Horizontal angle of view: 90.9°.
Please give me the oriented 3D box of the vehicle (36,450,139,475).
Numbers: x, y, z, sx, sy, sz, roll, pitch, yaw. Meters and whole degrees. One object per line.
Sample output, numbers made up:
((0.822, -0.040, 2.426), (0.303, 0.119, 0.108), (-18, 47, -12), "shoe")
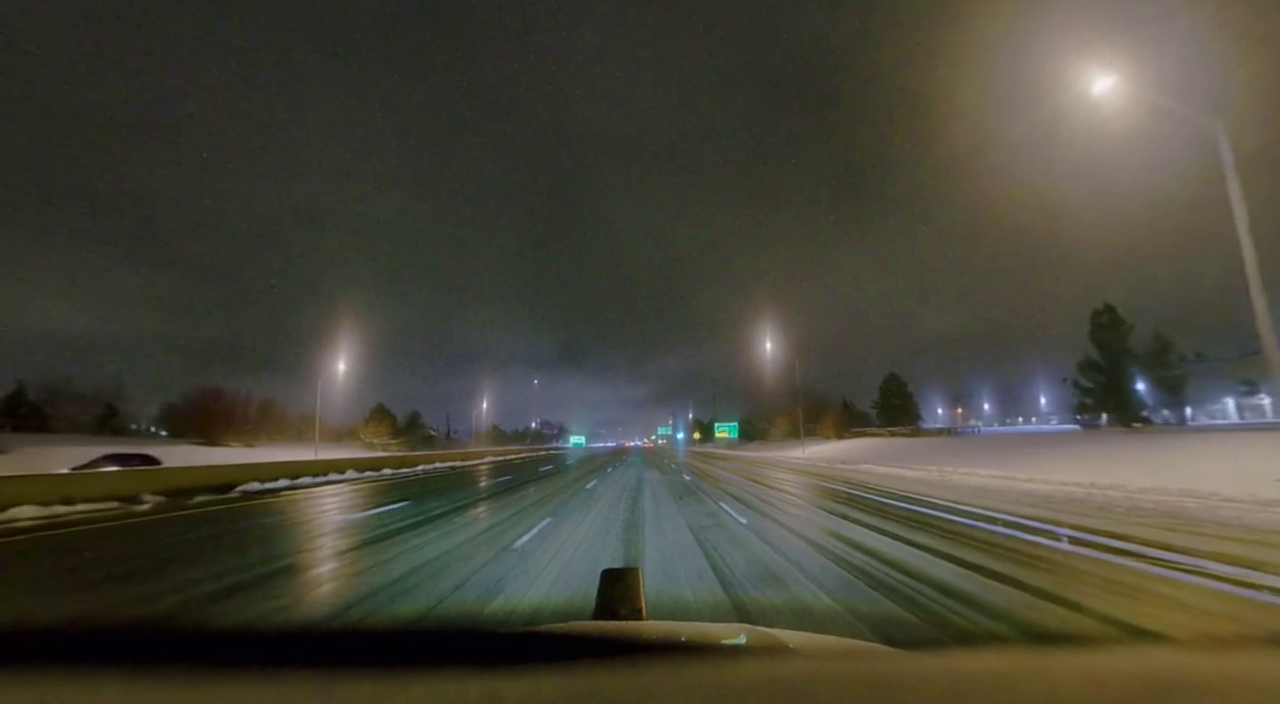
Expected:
((-25.062, 4.997, 28.743), (1.572, 1.012, 3.433), (0, -8, 1), "vehicle")
